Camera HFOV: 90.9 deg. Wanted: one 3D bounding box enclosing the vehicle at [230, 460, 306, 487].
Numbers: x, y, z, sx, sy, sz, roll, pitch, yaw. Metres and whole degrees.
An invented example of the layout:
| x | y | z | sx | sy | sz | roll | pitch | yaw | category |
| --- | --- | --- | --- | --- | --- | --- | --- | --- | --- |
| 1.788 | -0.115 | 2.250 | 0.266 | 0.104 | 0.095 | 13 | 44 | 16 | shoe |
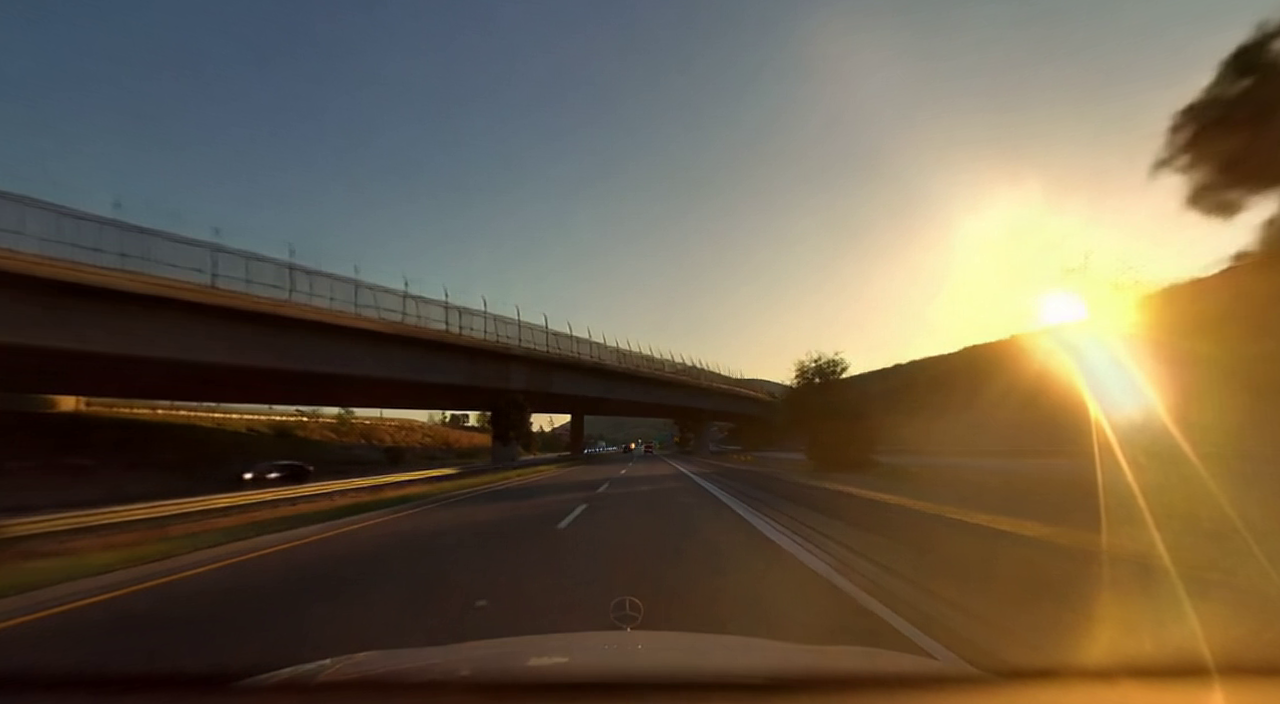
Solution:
| x | y | z | sx | sy | sz | roll | pitch | yaw | category |
| --- | --- | --- | --- | --- | --- | --- | --- | --- | --- |
| -23.744 | 7.737 | 40.503 | 1.918 | 1.462 | 4.722 | -1 | -8 | 2 | vehicle |
